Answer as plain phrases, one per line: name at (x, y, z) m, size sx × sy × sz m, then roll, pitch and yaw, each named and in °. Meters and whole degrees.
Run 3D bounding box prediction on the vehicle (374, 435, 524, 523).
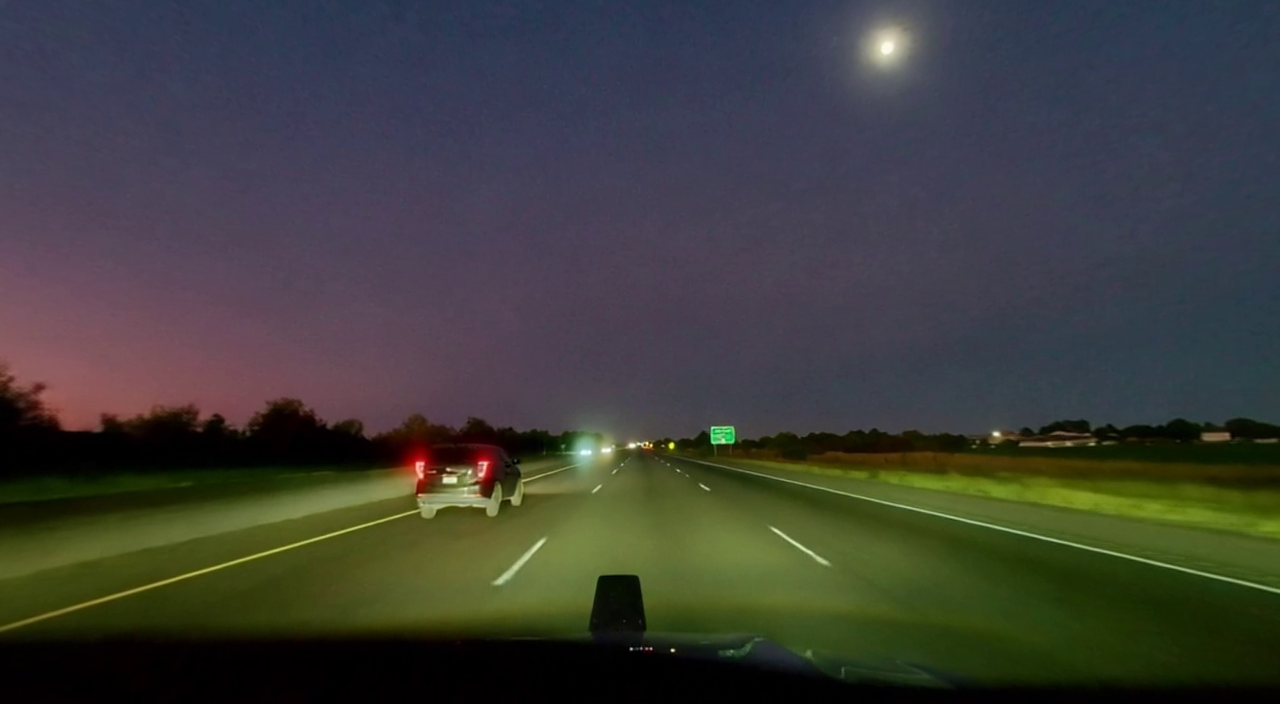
vehicle at (-3.685, 2.523, 12.988) m, size 1.815 × 1.500 × 4.036 m, roll 0°, pitch -9°, yaw 0°
